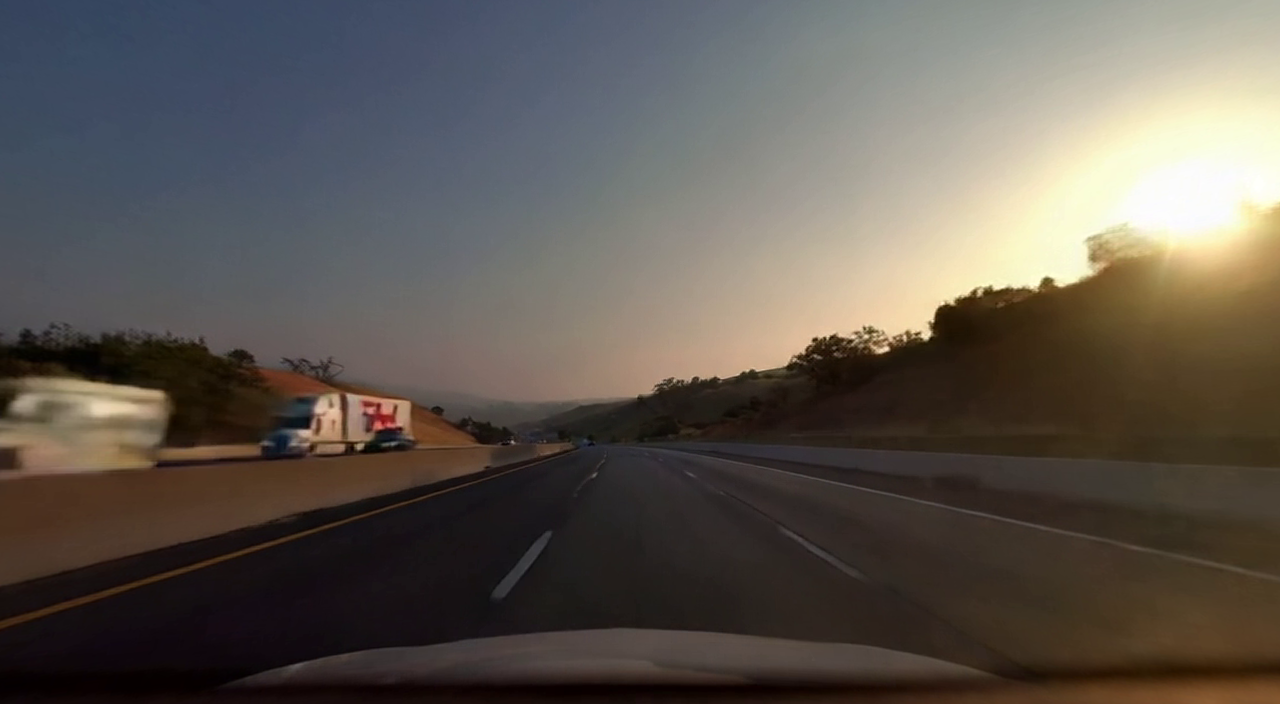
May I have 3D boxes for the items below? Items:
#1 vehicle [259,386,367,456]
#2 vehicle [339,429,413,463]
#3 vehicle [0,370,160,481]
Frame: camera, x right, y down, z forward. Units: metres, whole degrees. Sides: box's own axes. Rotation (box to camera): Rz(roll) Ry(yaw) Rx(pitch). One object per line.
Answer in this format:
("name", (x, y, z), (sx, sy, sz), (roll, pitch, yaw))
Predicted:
("vehicle", (-20.081, 4.403, 39.190), (3.006, 3.966, 6.742), (0, -8, 0))
("vehicle", (-12.544, 4.476, 30.191), (1.802, 1.484, 4.315), (0, -8, -2))
("vehicle", (-15.663, 1.893, 15.789), (2.463, 2.496, 5.992), (0, -8, -1))
